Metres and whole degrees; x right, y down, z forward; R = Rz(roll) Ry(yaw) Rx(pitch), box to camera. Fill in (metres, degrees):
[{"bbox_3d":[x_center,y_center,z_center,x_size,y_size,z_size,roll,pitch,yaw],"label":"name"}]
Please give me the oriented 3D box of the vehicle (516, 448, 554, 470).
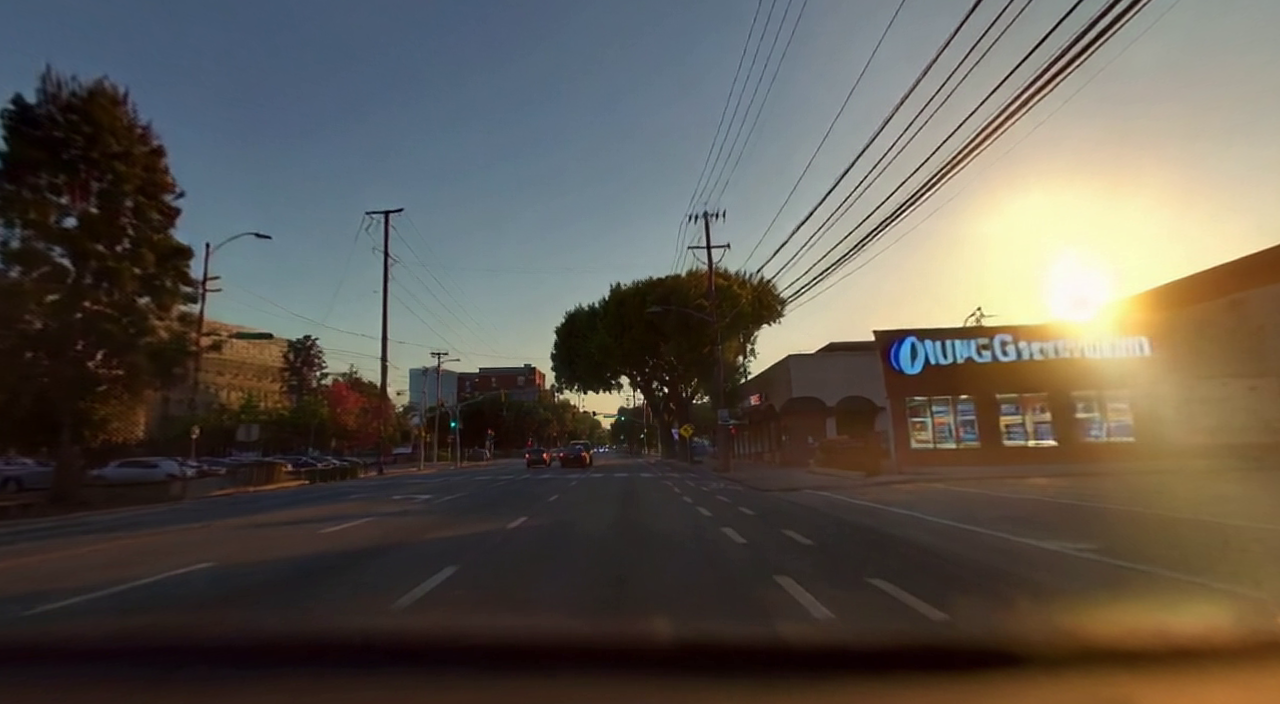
[{"bbox_3d":[-7.430,7.629,45.068,2.010,1.455,4.271,0,-9,-1],"label":"vehicle"}]
